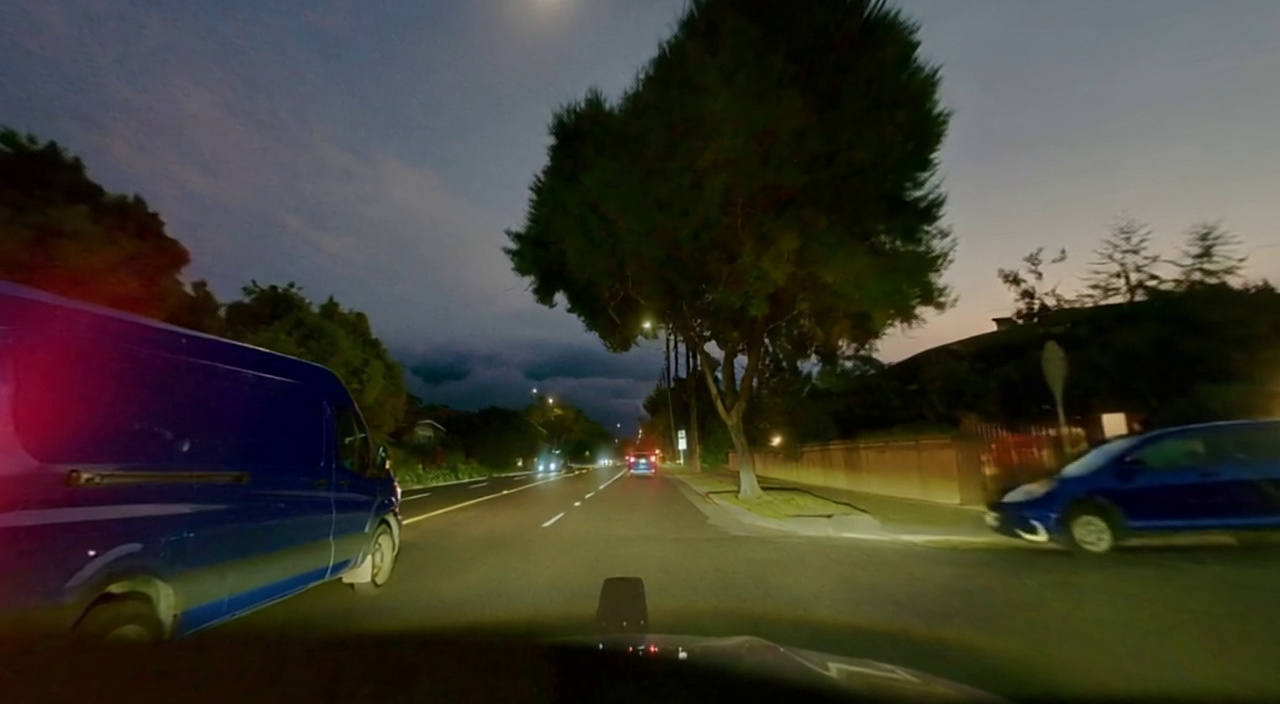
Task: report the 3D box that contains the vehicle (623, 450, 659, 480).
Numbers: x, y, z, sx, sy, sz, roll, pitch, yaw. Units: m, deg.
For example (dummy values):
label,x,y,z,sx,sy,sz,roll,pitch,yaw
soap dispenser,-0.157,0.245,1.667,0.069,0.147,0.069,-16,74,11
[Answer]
label,x,y,z,sx,sy,sz,roll,pitch,yaw
vehicle,0.075,7.103,39.831,2.120,1.718,3.909,0,-9,1

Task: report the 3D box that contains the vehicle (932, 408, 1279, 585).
label,x,y,z,sx,sy,sz,roll,pitch,yaw
vehicle,6.526,1.610,7.540,5.012,1.711,2.457,-5,-8,15

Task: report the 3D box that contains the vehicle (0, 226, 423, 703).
label,x,y,z,sx,sy,sz,roll,pitch,yaw
vehicle,-3.431,0.848,3.534,2.336,2.152,5.866,0,-9,0
